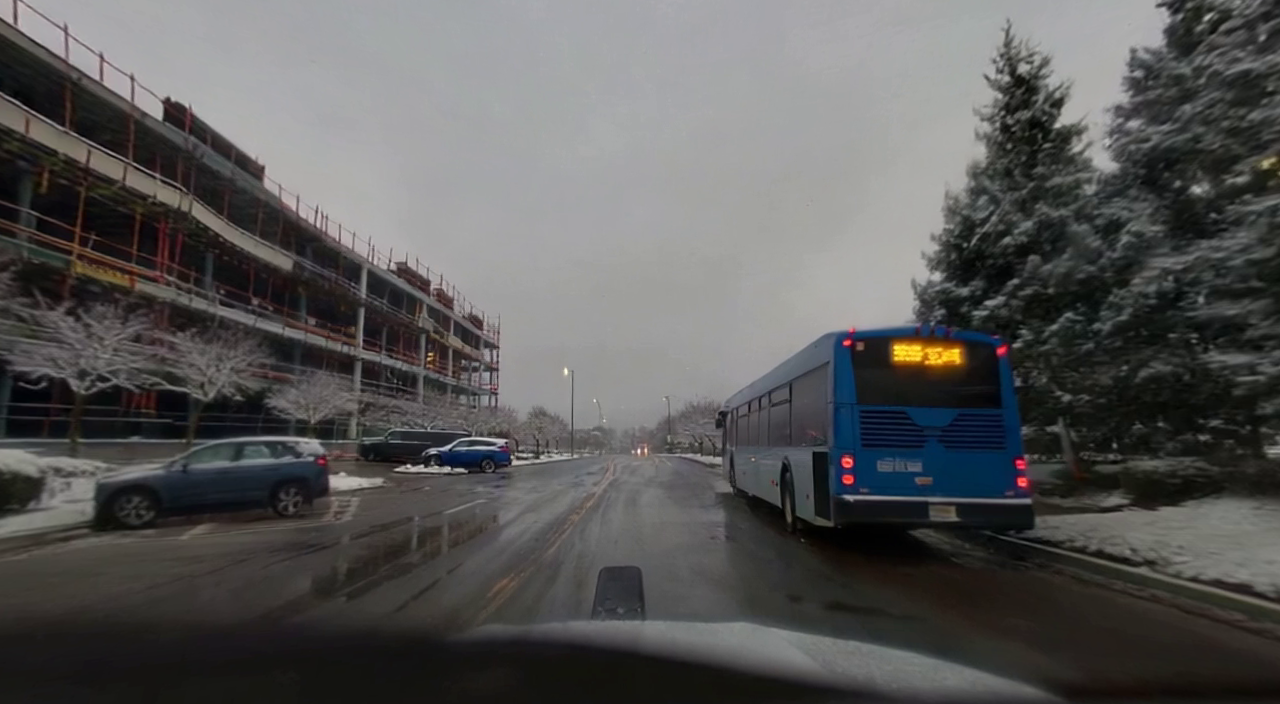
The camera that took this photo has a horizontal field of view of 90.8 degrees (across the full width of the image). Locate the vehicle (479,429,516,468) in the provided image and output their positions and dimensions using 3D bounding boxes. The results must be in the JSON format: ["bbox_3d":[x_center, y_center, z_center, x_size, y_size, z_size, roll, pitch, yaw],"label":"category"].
[{"bbox_3d":[-8.030,5.414,35.748,1.515,2.074,2.668,0,-7,-2],"label":"vehicle"}]

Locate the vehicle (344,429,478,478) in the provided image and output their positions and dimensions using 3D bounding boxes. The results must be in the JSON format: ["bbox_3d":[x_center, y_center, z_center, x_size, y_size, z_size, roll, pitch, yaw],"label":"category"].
[{"bbox_3d":[-13.566,6.102,38.065,7.067,2.785,2.980,1,-9,-9],"label":"vehicle"}]

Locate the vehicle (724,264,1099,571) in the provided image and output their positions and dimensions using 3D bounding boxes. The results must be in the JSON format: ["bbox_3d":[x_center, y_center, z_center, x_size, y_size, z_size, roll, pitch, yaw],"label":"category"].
[{"bbox_3d":[3.800,1.606,13.325,3.040,3.424,12.508,0,-9,3],"label":"vehicle"}]

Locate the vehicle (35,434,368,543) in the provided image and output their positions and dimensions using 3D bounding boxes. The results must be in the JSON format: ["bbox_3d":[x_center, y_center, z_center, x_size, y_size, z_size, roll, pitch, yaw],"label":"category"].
[{"bbox_3d":[-7.894,2.452,11.994,4.689,1.683,2.065,5,-10,-30],"label":"vehicle"}]
